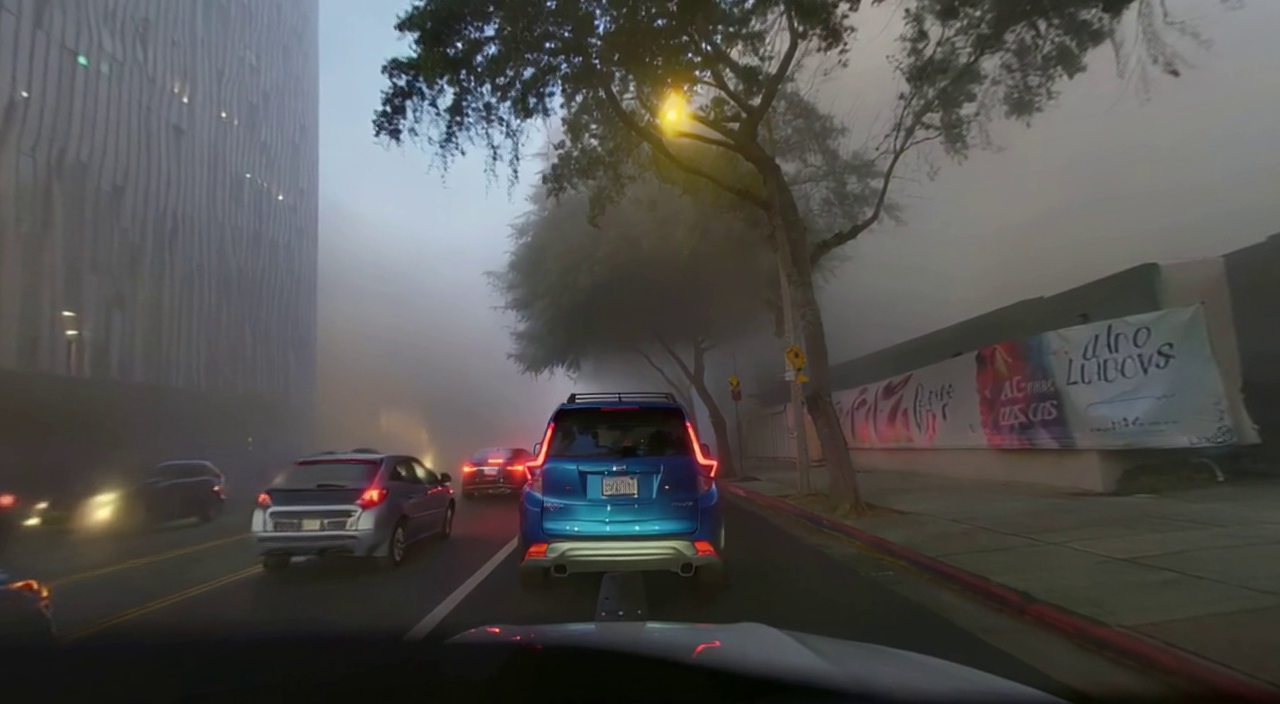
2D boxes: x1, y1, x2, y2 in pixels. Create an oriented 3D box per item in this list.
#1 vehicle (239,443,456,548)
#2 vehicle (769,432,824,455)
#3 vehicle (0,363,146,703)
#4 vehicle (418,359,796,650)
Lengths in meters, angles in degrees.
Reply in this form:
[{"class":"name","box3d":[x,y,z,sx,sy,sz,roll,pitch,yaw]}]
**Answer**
[{"class":"vehicle","box3d":[-4.755,2.345,11.144,1.876,1.448,4.464,0,-8,-3]},{"class":"vehicle","box3d":[10.282,5.996,41.235,1.877,1.416,3.965,-8,-12,39]},{"class":"vehicle","box3d":[-3.196,0.639,0.600,1.971,1.658,4.428,0,-8,-2]},{"class":"vehicle","box3d":[-0.347,1.327,6.535,2.531,1.930,4.382,0,-8,-4]}]
